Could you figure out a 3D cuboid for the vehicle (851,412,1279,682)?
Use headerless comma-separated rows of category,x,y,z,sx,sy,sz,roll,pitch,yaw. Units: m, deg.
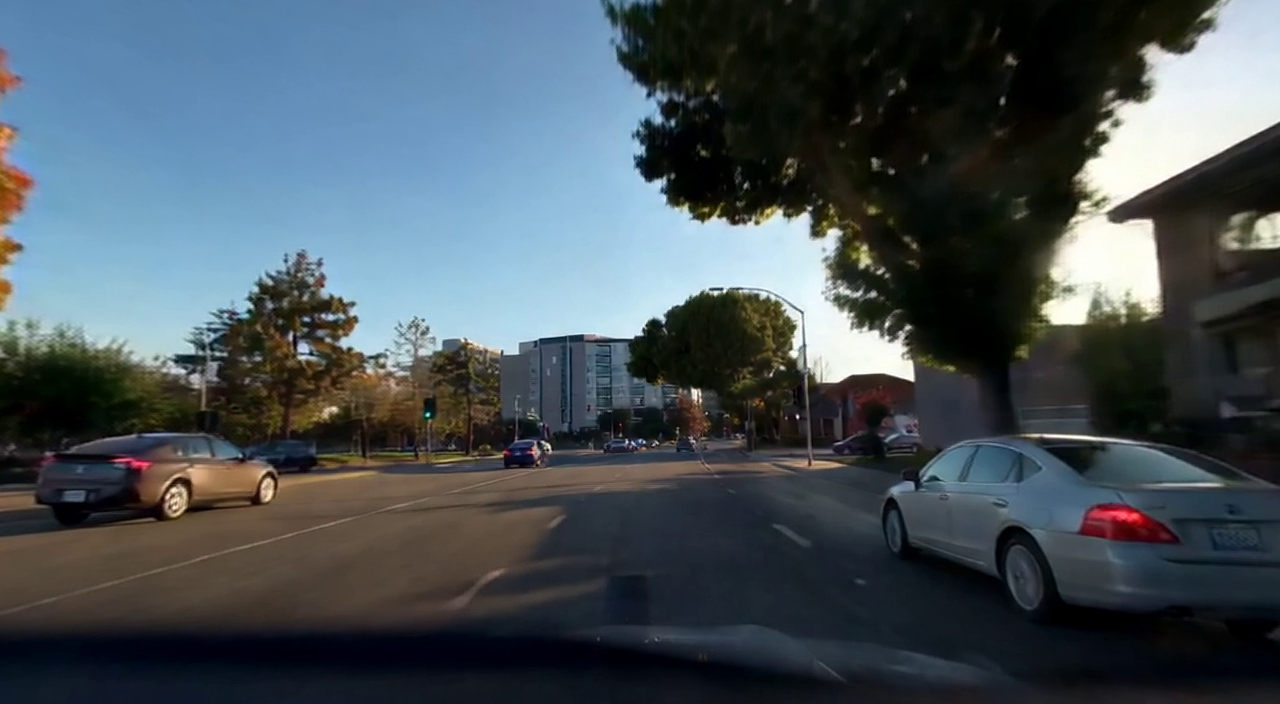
vehicle,3.746,1.435,5.931,2.003,1.494,4.705,0,-8,1

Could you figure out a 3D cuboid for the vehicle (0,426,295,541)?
vehicle,-8.139,2.132,10.913,1.951,1.554,4.444,0,-8,-3

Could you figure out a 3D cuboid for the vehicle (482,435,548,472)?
vehicle,-5.809,4.769,29.846,1.988,1.597,4.404,-1,-8,4
